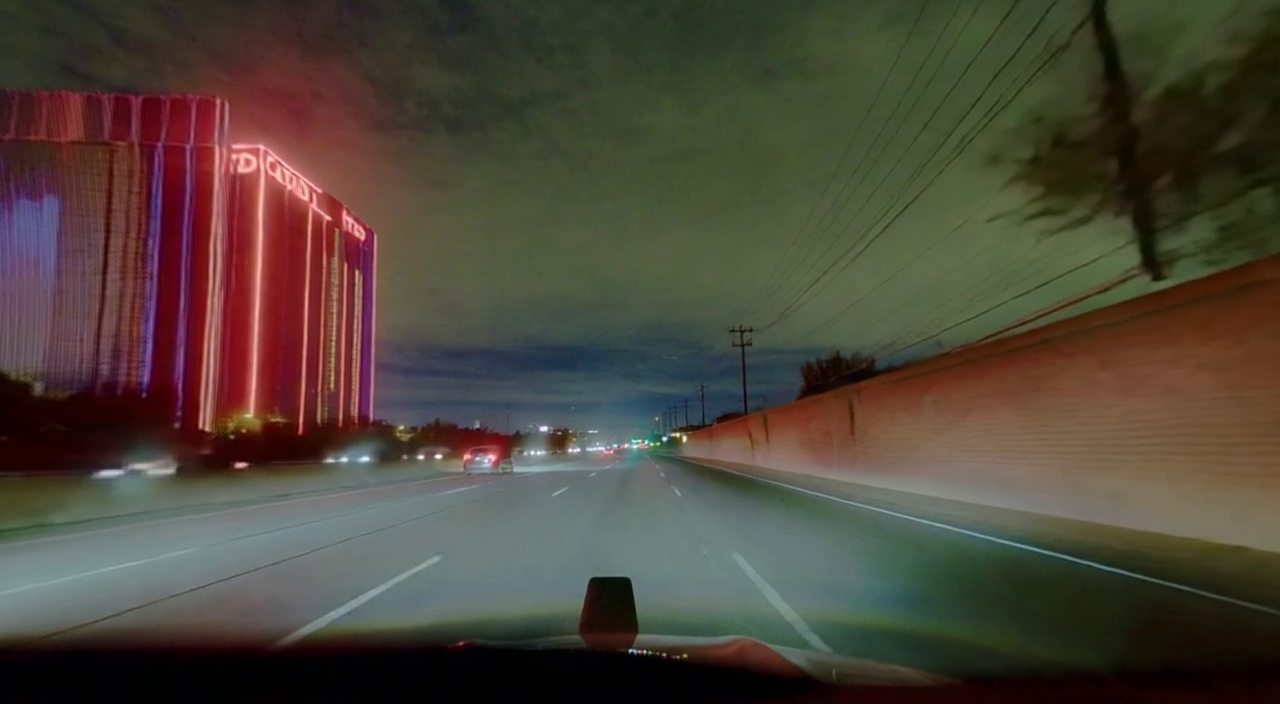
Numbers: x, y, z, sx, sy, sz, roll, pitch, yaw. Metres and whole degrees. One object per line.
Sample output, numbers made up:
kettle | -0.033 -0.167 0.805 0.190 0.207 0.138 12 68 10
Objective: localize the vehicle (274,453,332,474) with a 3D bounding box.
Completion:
vehicle | -25.637 8.453 48.210 1.811 1.450 4.598 0 -8 1

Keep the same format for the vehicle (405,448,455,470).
vehicle | -14.874 7.580 45.063 1.886 1.455 4.584 0 -8 1

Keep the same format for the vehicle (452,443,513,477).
vehicle | -7.850 5.403 31.869 2.013 1.574 3.923 0 -8 0

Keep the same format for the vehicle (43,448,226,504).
vehicle | -14.939 3.642 19.067 1.820 1.451 4.431 0 -8 0

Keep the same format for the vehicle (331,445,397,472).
vehicle | -18.679 7.186 43.017 2.027 1.716 5.336 0 -8 0
